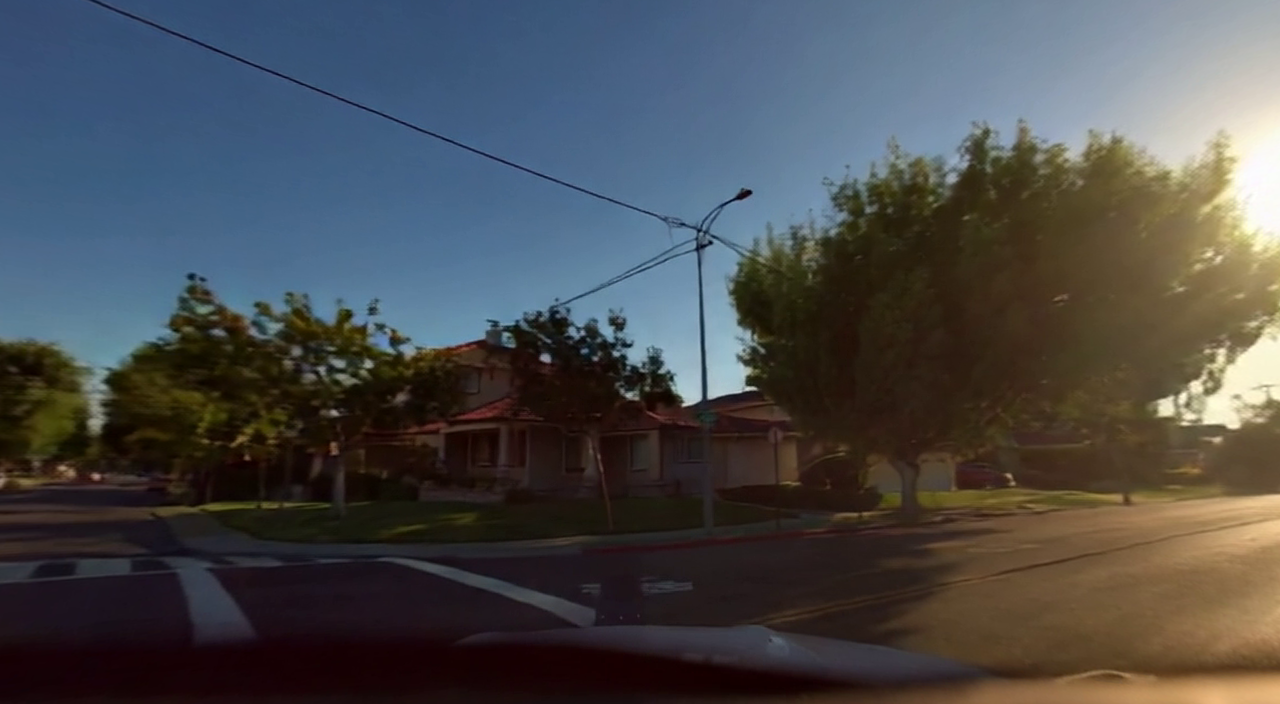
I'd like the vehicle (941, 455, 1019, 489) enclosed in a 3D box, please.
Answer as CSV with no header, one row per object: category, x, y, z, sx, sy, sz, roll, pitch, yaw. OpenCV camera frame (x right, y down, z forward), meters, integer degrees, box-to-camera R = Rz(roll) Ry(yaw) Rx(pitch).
vehicle,21.313,7.505,39.492,5.161,1.829,2.034,10,-14,-34
